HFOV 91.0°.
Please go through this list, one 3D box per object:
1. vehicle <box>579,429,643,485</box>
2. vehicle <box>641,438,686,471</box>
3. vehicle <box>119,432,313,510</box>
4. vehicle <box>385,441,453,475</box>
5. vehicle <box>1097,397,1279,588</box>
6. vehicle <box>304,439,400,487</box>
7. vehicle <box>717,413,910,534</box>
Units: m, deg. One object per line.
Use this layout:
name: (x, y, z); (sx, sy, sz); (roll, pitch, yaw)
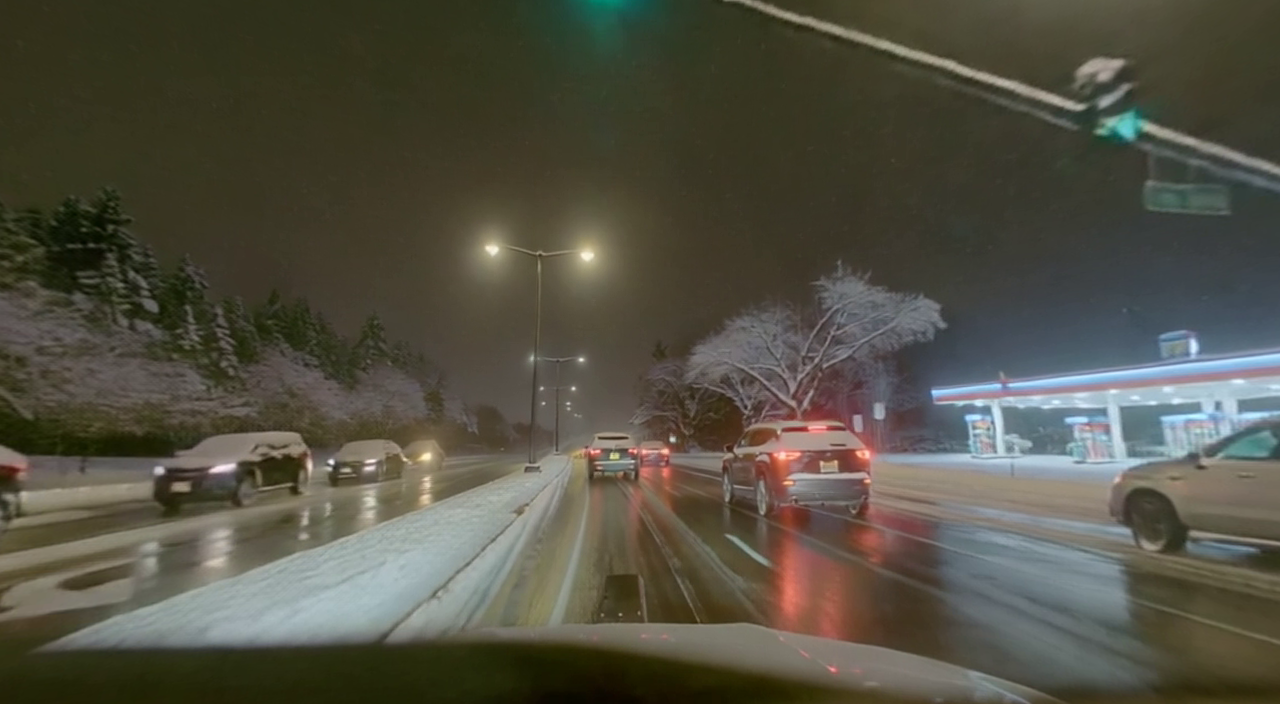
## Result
vehicle: (-1.118, 3.703, 22.525); (2.051, 1.798, 4.168); (1, -8, -5)
vehicle: (1.148, 5.277, 32.599); (1.800, 1.592, 3.658); (1, -8, -7)
vehicle: (-9.659, 2.705, 14.822); (1.943, 1.575, 3.927); (0, -8, -3)
vehicle: (-10.430, 4.997, 30.036); (1.872, 1.439, 4.507); (0, -8, -4)
vehicle: (6.628, 1.201, 5.328); (2.047, 1.653, 4.423); (0, -8, -2)
vehicle: (-9.569, 3.682, 21.246); (1.665, 1.442, 3.720); (0, -8, -4)
vehicle: (2.807, 2.076, 11.357); (2.000, 1.745, 4.206); (0, -8, -4)
